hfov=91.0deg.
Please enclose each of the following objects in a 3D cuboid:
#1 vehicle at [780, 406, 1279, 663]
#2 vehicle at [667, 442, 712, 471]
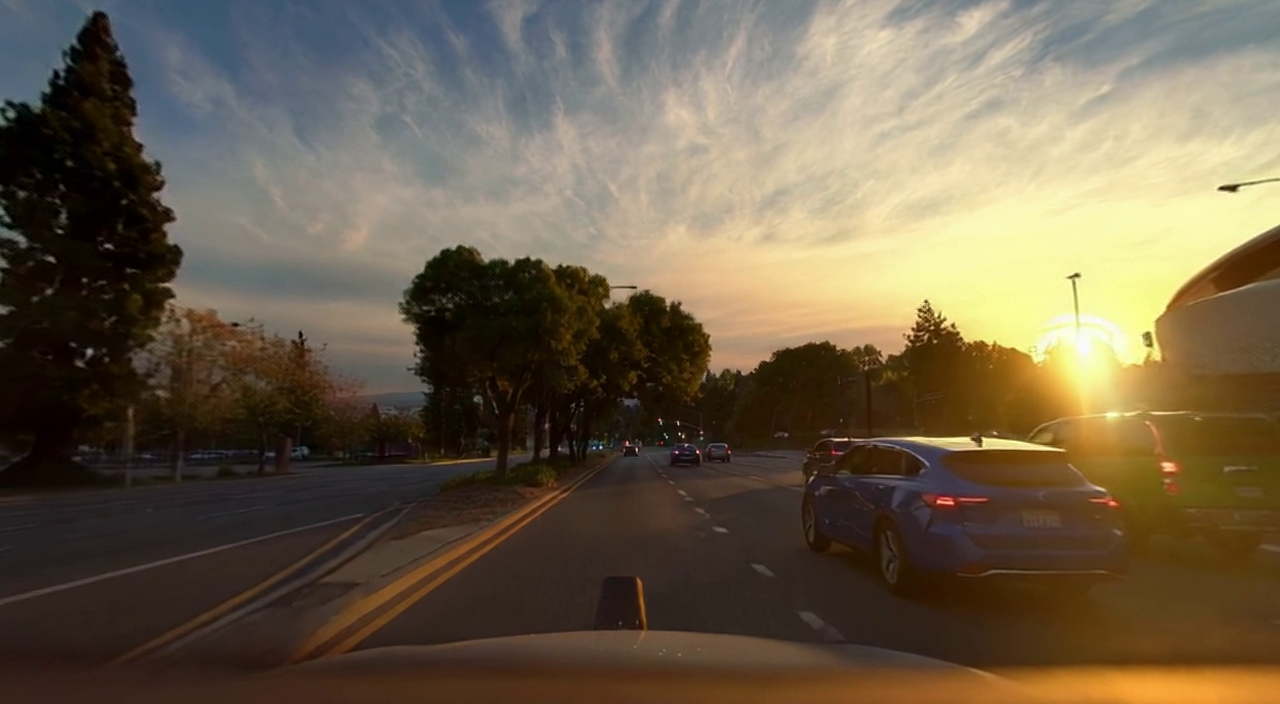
[{"bbox_3d":[3.027,1.483,6.406,1.932,1.547,4.992,0,-8,-2],"label":"vehicle"},{"bbox_3d":[2.598,5.613,34.054,1.980,1.484,4.093,0,-8,-1],"label":"vehicle"}]
